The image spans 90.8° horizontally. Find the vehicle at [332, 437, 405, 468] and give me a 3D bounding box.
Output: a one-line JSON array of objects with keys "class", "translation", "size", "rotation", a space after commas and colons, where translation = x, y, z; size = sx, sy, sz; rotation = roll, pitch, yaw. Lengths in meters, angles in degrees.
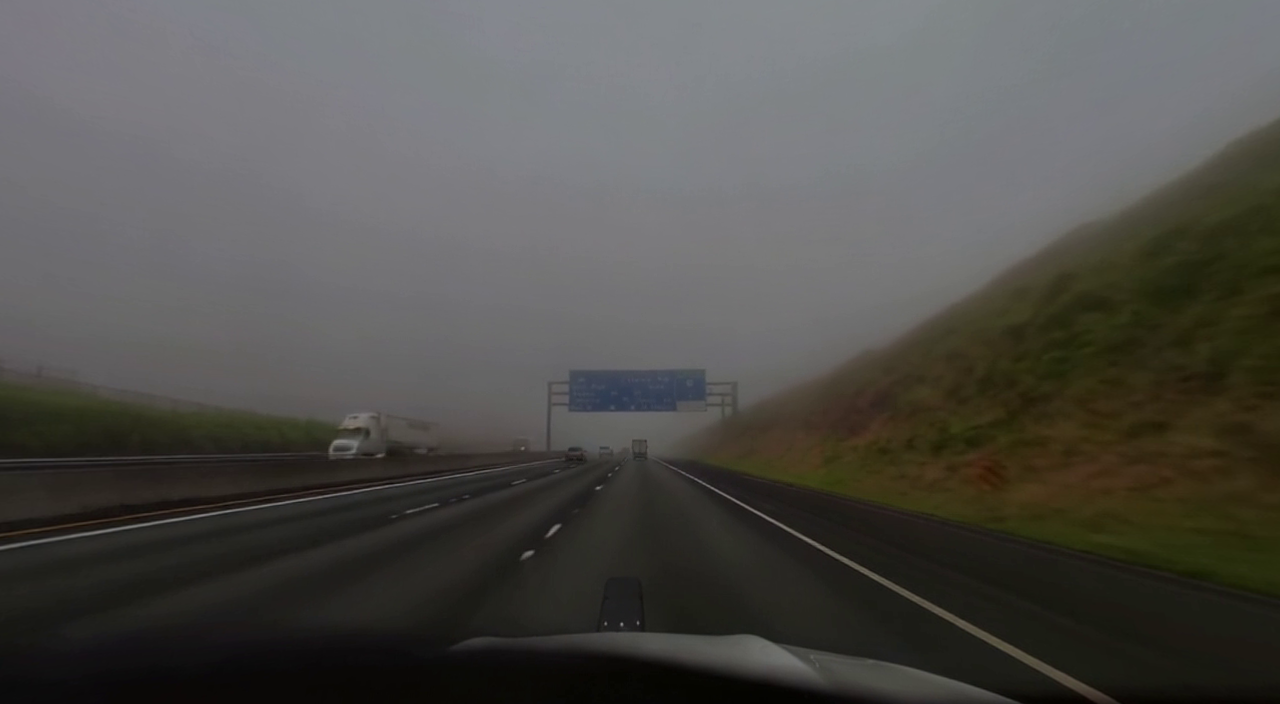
[{"class": "vehicle", "translation": [-15.153, 5.646, 35.536], "size": [1.981, 1.613, 4.650], "rotation": [0, -9, 0]}]
